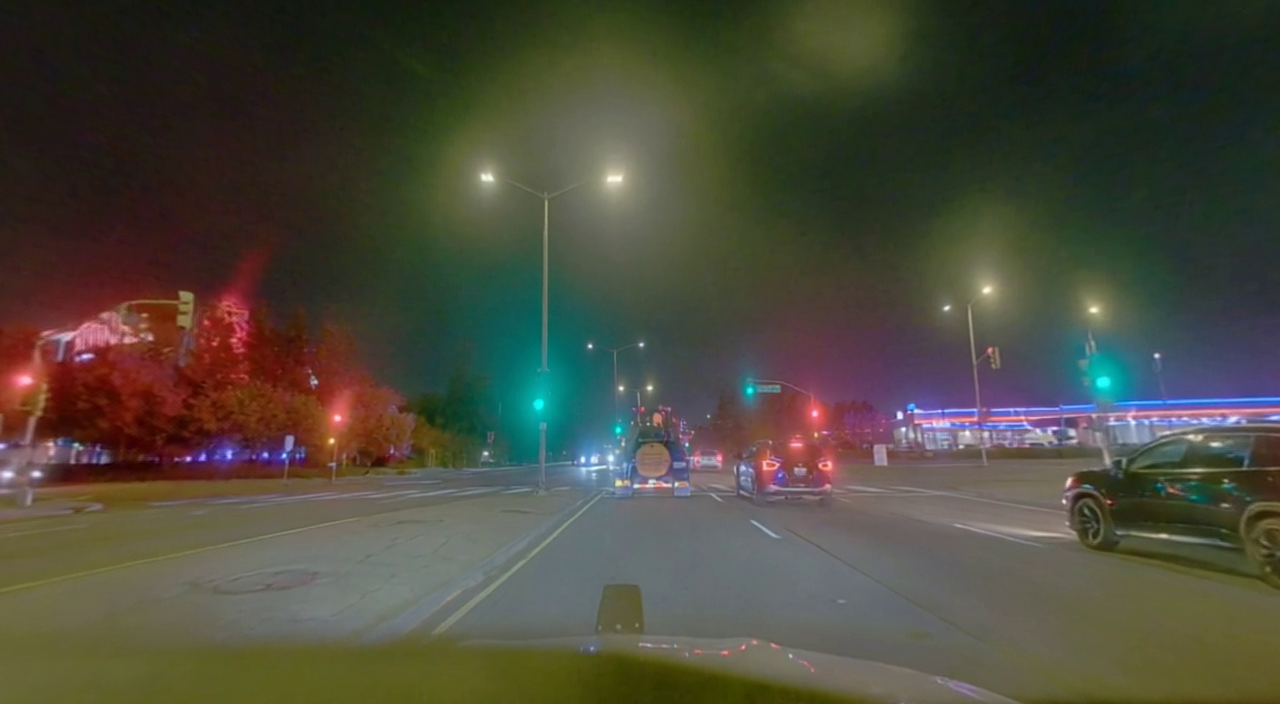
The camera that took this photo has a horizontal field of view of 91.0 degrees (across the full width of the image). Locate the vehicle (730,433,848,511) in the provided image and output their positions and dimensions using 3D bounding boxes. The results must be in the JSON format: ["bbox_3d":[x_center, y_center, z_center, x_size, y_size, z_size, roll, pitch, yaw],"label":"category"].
[{"bbox_3d":[3.691,3.053,16.502,2.025,1.754,4.311,0,-8,0],"label":"vehicle"}]

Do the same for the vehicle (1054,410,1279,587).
[{"bbox_3d":[7.171,1.564,7.079,1.982,1.698,4.408,0,-8,0],"label":"vehicle"}]

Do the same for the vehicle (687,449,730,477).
[{"bbox_3d":[3.988,6.536,37.379,1.967,1.515,4.378,0,-8,-1],"label":"vehicle"}]

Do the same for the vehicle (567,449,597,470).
[{"bbox_3d":[-4.381,8.157,48.030,2.001,1.518,4.316,0,-8,-1],"label":"vehicle"}]

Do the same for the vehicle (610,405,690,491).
[{"bbox_3d":[0.332,3.209,21.306,2.370,2.518,3.858,-2,-8,1],"label":"vehicle"}]
